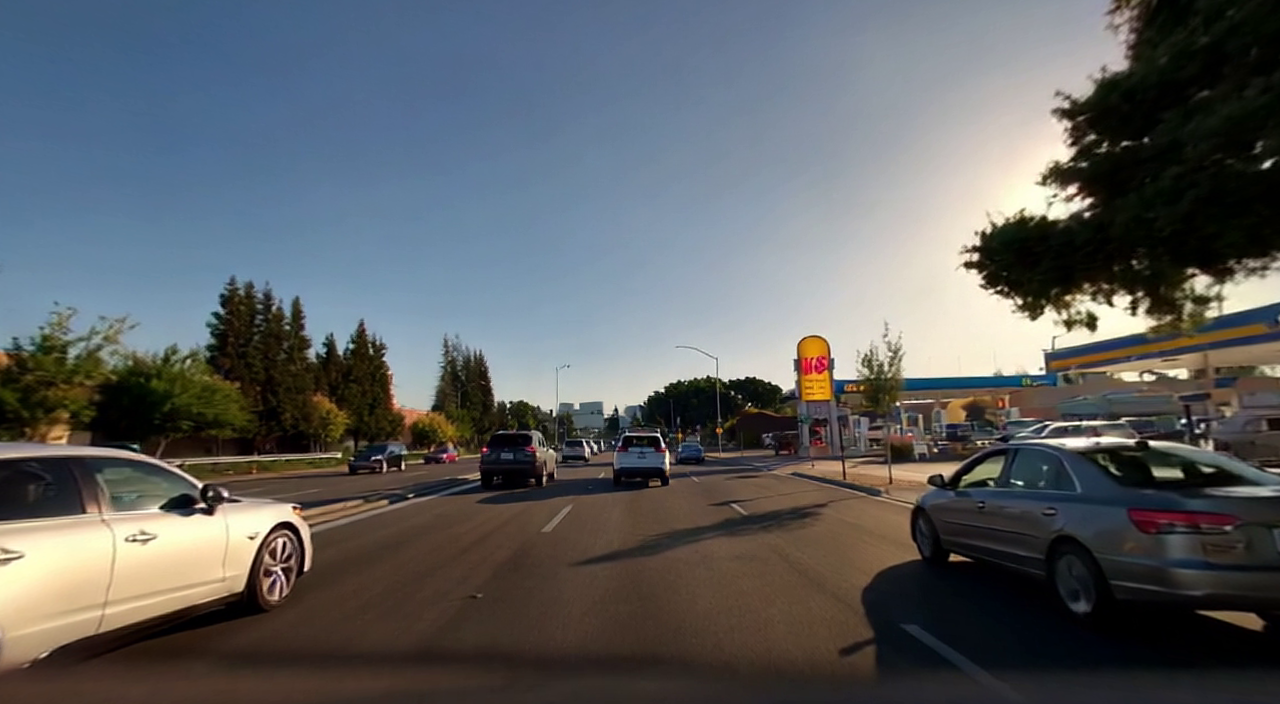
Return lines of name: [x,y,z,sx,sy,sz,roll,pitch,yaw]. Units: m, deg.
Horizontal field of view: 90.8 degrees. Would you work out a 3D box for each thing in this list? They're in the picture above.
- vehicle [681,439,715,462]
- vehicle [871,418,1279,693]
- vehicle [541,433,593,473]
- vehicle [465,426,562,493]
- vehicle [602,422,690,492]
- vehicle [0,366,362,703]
vehicle: [3.985,6.914,44.278,1.926,1.522,3.852,0,-8,-2]
vehicle: [3.941,1.429,5.749,1.888,1.456,4.589,0,-8,-1]
vehicle: [-3.240,4.575,28.803,1.871,1.673,3.920,0,-8,1]
vehicle: [-3.512,3.074,18.378,1.932,1.695,4.150,0,-8,0]
vehicle: [0.139,3.069,18.707,2.279,1.803,4.254,0,-8,0]
vehicle: [-3.482,1.028,3.701,1.864,1.574,4.031,0,-8,0]
